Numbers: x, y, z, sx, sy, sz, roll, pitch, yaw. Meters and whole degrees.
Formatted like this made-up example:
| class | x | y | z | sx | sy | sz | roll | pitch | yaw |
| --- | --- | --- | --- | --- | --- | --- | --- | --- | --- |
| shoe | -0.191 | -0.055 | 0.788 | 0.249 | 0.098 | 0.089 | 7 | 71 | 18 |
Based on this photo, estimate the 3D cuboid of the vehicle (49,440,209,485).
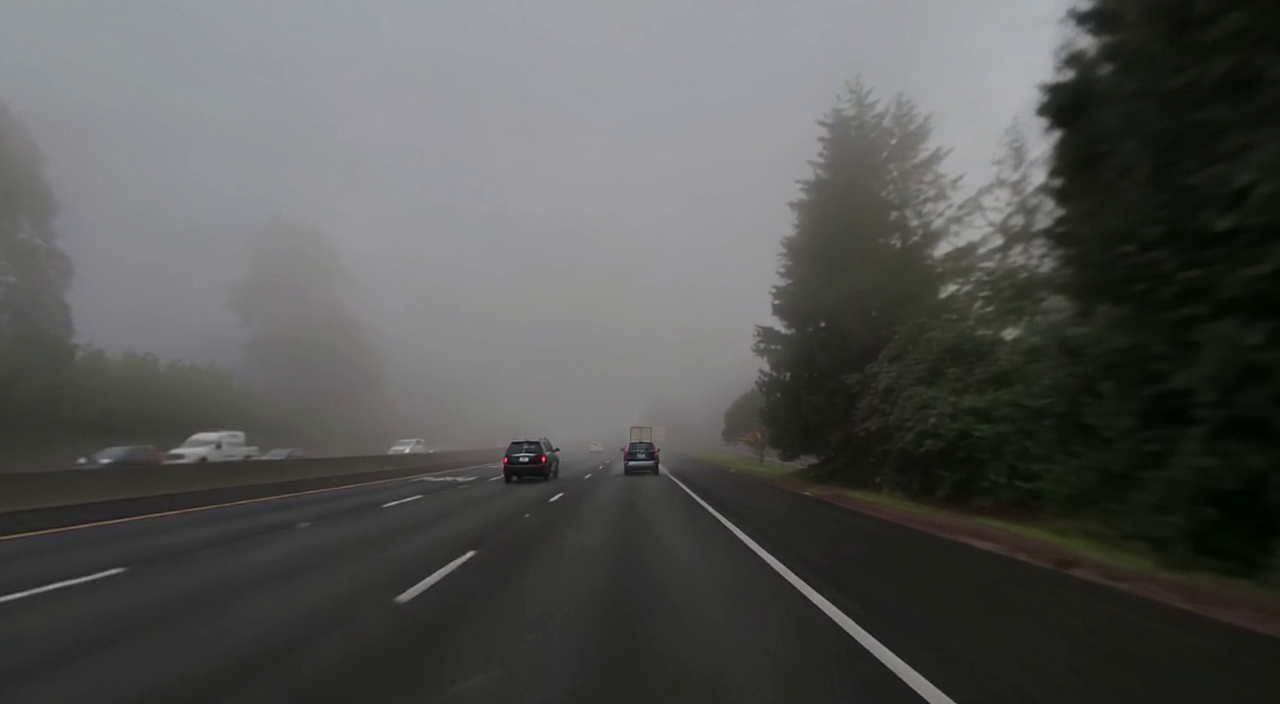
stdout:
| class | x | y | z | sx | sy | sz | roll | pitch | yaw |
| --- | --- | --- | --- | --- | --- | --- | --- | --- | --- |
| vehicle | -21.606 | 4.679 | 27.171 | 2.141 | 1.690 | 5.651 | 0 | -8 | 0 |

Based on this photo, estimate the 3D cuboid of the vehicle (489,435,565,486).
| class | x | y | z | sx | sy | sz | roll | pitch | yaw |
| --- | --- | --- | --- | --- | --- | --- | --- | --- | --- |
| vehicle | -4.109 | 4.033 | 23.737 | 2.044 | 1.717 | 4.421 | 0 | -8 | 0 |

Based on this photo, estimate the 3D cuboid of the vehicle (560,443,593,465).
| class | x | y | z | sx | sy | sz | roll | pitch | yaw |
| --- | --- | --- | --- | --- | --- | --- | --- | --- | --- |
| vehicle | -4.715 | 7.659 | 47.567 | 2.084 | 1.528 | 4.094 | 0 | -8 | 0 |

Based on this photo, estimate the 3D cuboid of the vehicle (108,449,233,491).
| class | x | y | z | sx | sy | sz | roll | pitch | yaw |
| --- | --- | --- | --- | --- | --- | --- | --- | --- | --- |
| vehicle | -17.627 | 4.415 | 23.980 | 1.825 | 1.411 | 3.761 | 0 | -8 | 0 |

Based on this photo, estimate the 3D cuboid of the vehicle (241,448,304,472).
| class | x | y | z | sx | sy | sz | roll | pitch | yaw |
| --- | --- | --- | --- | --- | --- | --- | --- | --- | --- |
| vehicle | -24.658 | 7.243 | 42.572 | 1.784 | 1.522 | 4.042 | 0 | -8 | 0 |

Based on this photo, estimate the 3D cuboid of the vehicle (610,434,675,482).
| class | x | y | z | sx | sy | sz | roll | pitch | yaw |
| --- | --- | --- | --- | --- | --- | --- | --- | --- | --- |
| vehicle | 0.053 | 4.260 | 25.689 | 2.378 | 1.750 | 4.355 | 0 | -8 | -1 |
